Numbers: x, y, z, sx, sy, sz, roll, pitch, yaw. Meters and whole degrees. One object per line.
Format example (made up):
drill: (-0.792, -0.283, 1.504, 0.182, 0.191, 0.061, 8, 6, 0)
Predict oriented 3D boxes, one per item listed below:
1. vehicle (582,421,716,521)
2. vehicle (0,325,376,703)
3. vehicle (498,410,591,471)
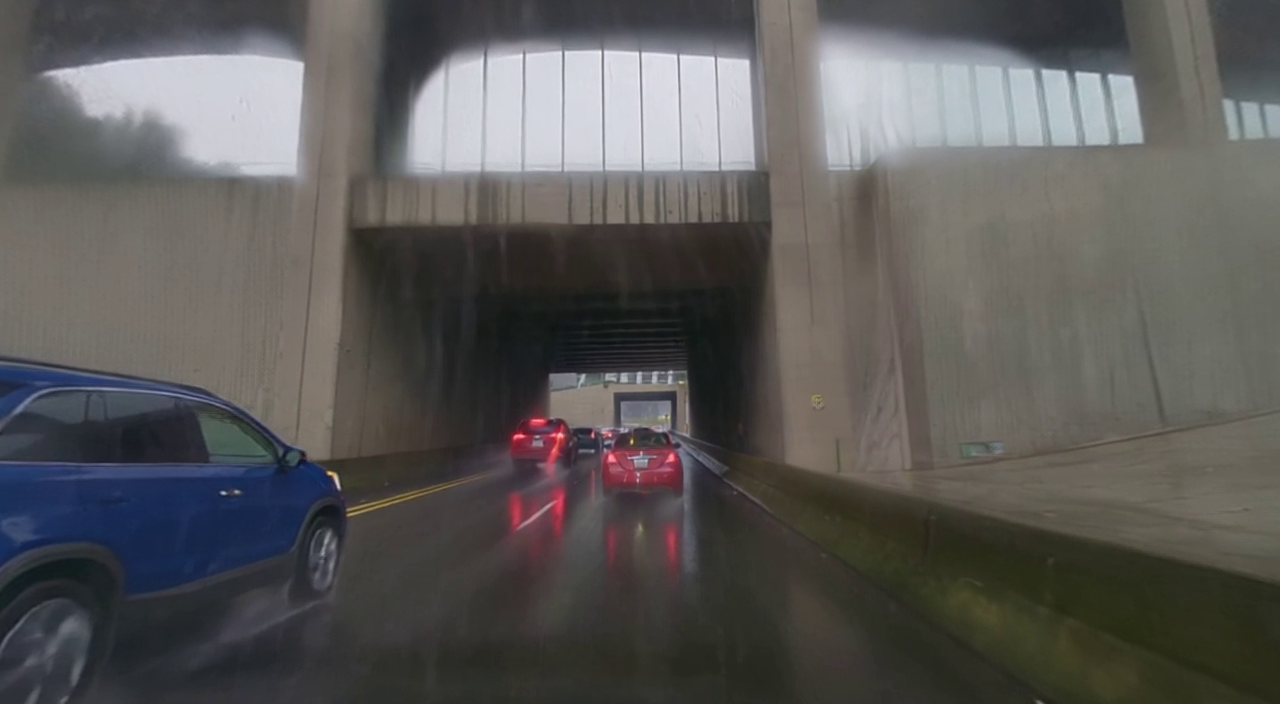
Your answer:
vehicle: (0.114, 2.098, 11.632, 2.020, 1.478, 4.092, 0, -8, -1)
vehicle: (-3.556, 0.946, 3.654, 2.017, 1.761, 4.572, 0, -8, 1)
vehicle: (-3.372, 3.316, 23.562, 2.329, 1.948, 5.800, -1, -8, 3)
